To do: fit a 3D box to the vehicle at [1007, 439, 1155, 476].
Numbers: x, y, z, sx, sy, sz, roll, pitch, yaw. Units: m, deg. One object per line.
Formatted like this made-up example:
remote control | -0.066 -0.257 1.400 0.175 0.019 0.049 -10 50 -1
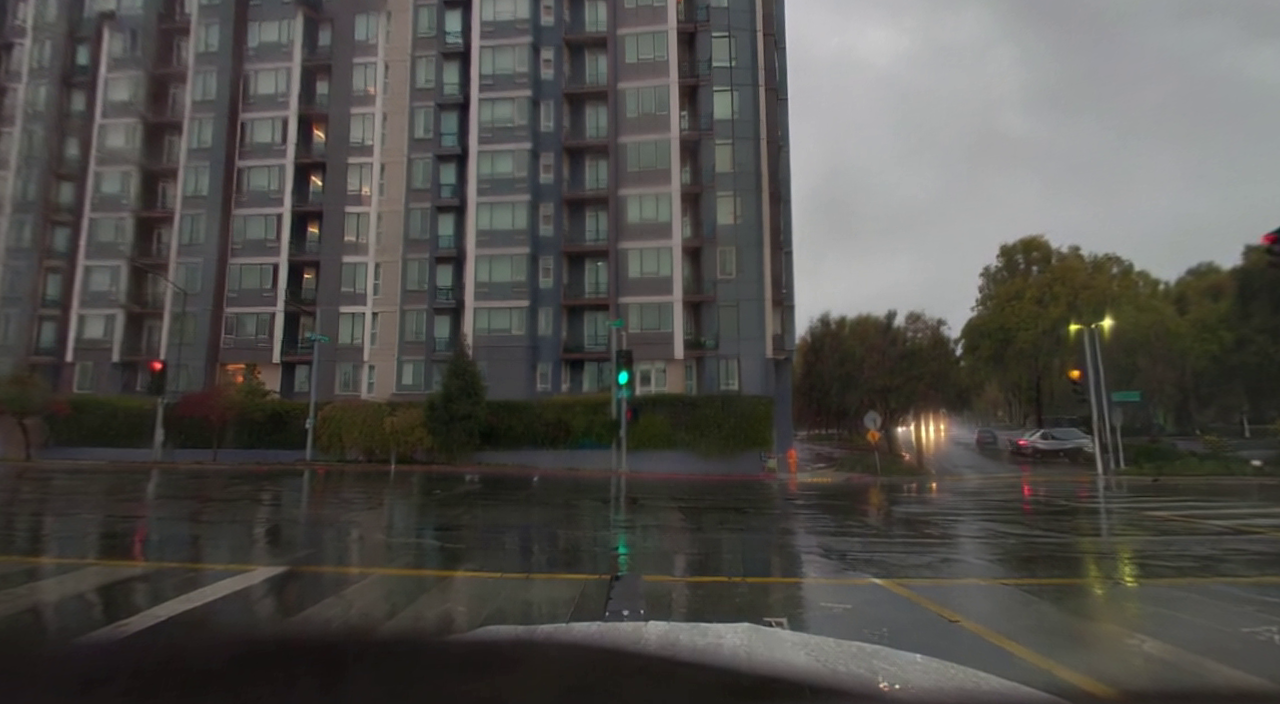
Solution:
vehicle | 18.555 4.462 26.702 4.823 1.458 1.914 0 -9 -1
